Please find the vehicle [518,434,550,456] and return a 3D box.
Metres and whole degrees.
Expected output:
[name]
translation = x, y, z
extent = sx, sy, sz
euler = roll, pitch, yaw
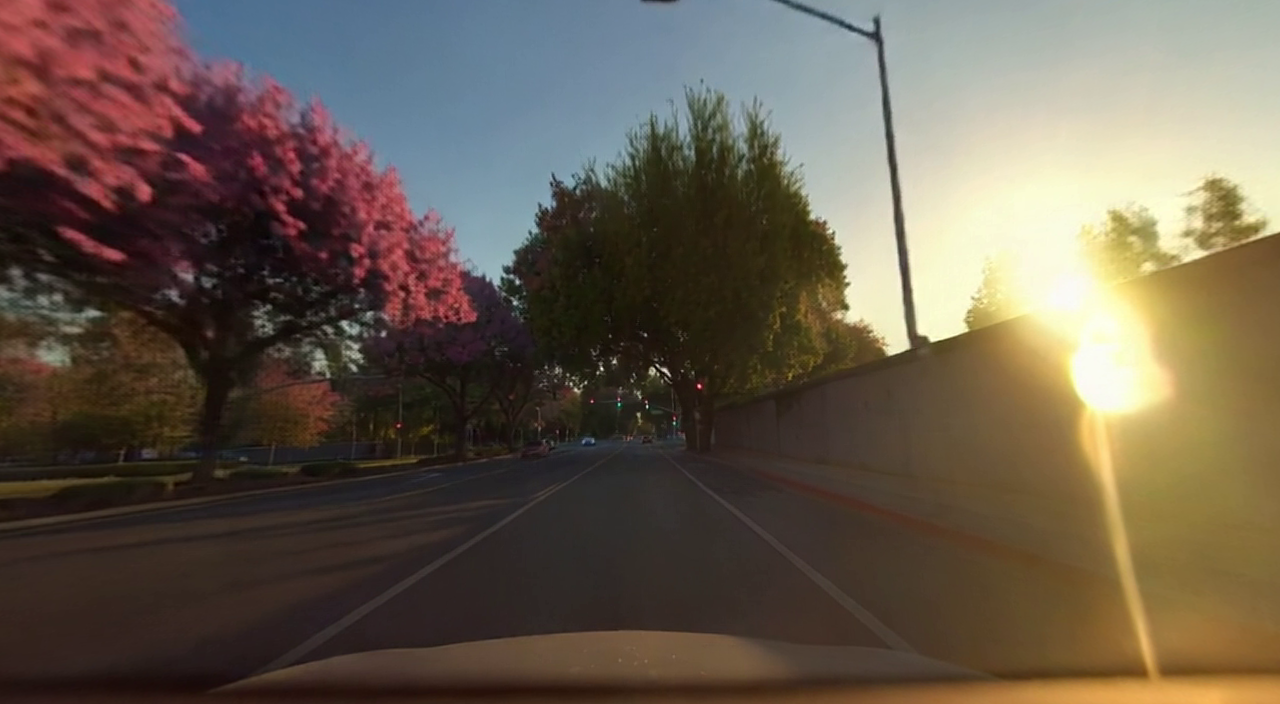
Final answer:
[vehicle]
translation = -7.904, 6.991, 47.202
extent = 1.783, 1.501, 4.307
euler = -1, -8, -1
